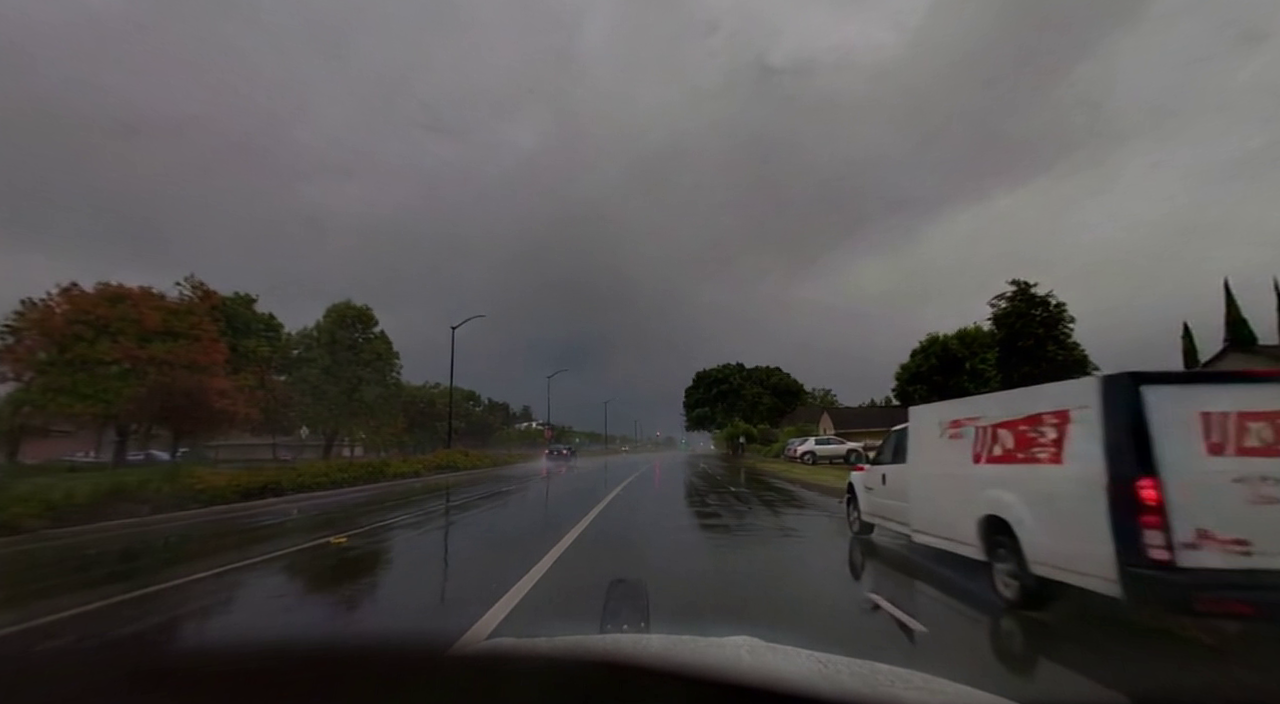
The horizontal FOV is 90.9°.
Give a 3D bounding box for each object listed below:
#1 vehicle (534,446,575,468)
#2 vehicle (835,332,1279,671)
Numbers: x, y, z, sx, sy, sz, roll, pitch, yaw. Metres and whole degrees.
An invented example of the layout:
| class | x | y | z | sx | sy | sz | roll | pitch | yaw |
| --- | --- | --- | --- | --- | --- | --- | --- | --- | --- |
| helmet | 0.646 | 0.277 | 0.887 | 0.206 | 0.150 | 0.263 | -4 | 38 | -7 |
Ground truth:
| class | x | y | z | sx | sy | sz | roll | pitch | yaw |
| --- | --- | --- | --- | --- | --- | --- | --- | --- | --- |
| vehicle | -5.883 | 7.263 | 43.825 | 2.060 | 1.473 | 4.645 | 0 | -8 | 1 |
| vehicle | 4.543 | 1.357 | 7.102 | 2.695 | 2.013 | 6.661 | 0 | -8 | 1 |
